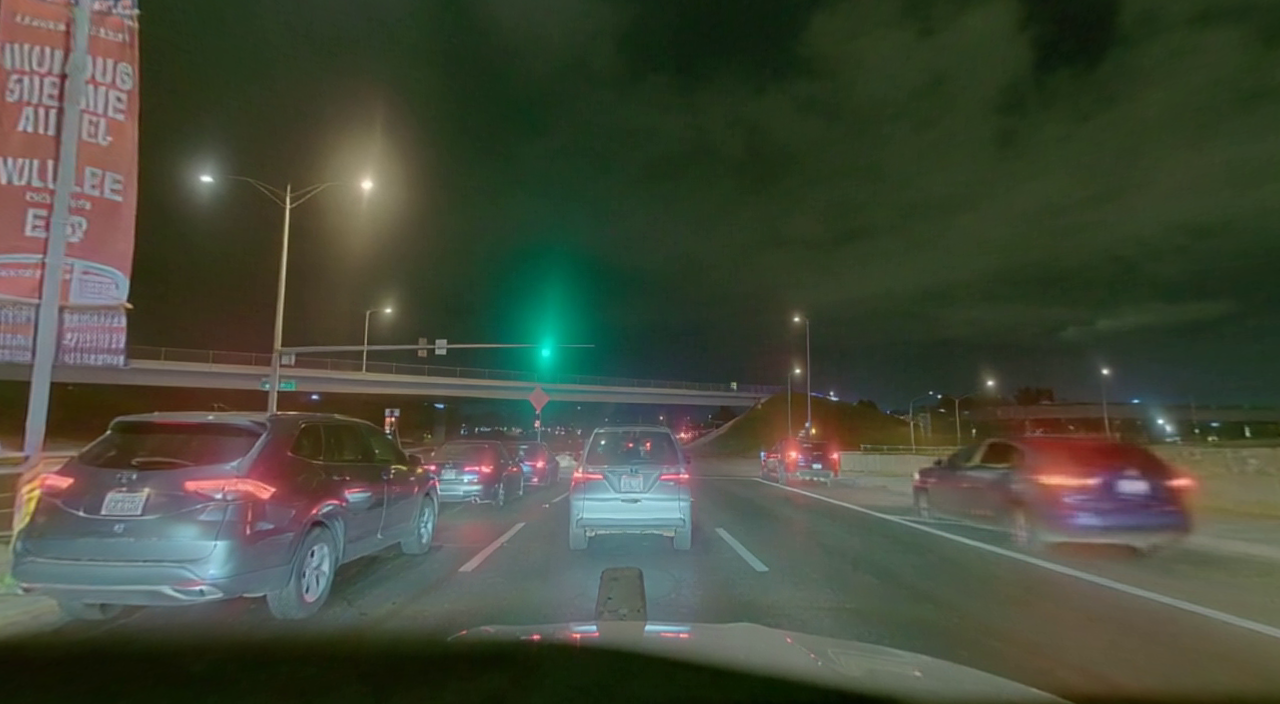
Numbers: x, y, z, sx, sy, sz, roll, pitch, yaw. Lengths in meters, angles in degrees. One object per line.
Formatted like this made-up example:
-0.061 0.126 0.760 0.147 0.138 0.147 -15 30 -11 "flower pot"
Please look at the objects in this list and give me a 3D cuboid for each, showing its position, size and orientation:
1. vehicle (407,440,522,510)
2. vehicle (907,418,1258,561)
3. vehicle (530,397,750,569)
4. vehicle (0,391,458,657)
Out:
-4.146 2.942 15.431 1.797 1.505 3.506 0 -9 0 "vehicle"
6.476 2.046 10.137 2.191 1.730 4.658 0 -9 -1 "vehicle"
-0.079 1.765 9.206 2.409 1.864 4.471 0 -9 -2 "vehicle"
-3.495 1.433 6.273 2.039 1.709 4.265 0 -9 0 "vehicle"
